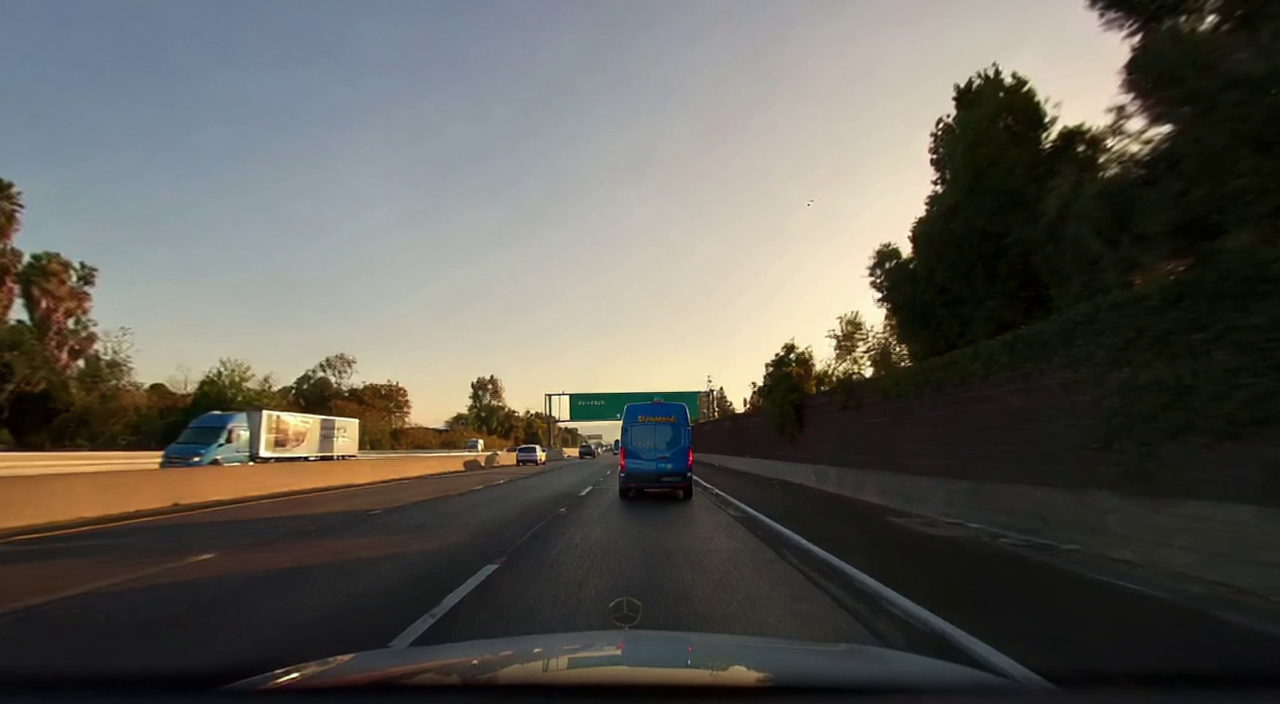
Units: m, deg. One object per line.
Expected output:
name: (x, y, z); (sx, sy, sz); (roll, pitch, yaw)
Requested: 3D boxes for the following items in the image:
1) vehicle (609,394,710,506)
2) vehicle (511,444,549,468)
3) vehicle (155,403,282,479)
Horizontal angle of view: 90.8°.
vehicle: (0.367, 2.657, 17.304); (2.332, 2.558, 5.314); (0, -9, -2)
vehicle: (-7.382, 7.007, 42.526); (1.829, 1.518, 3.776); (0, -9, 0)
vehicle: (-23.814, 5.116, 36.109); (2.949, 3.955, 5.920); (0, -9, 1)
